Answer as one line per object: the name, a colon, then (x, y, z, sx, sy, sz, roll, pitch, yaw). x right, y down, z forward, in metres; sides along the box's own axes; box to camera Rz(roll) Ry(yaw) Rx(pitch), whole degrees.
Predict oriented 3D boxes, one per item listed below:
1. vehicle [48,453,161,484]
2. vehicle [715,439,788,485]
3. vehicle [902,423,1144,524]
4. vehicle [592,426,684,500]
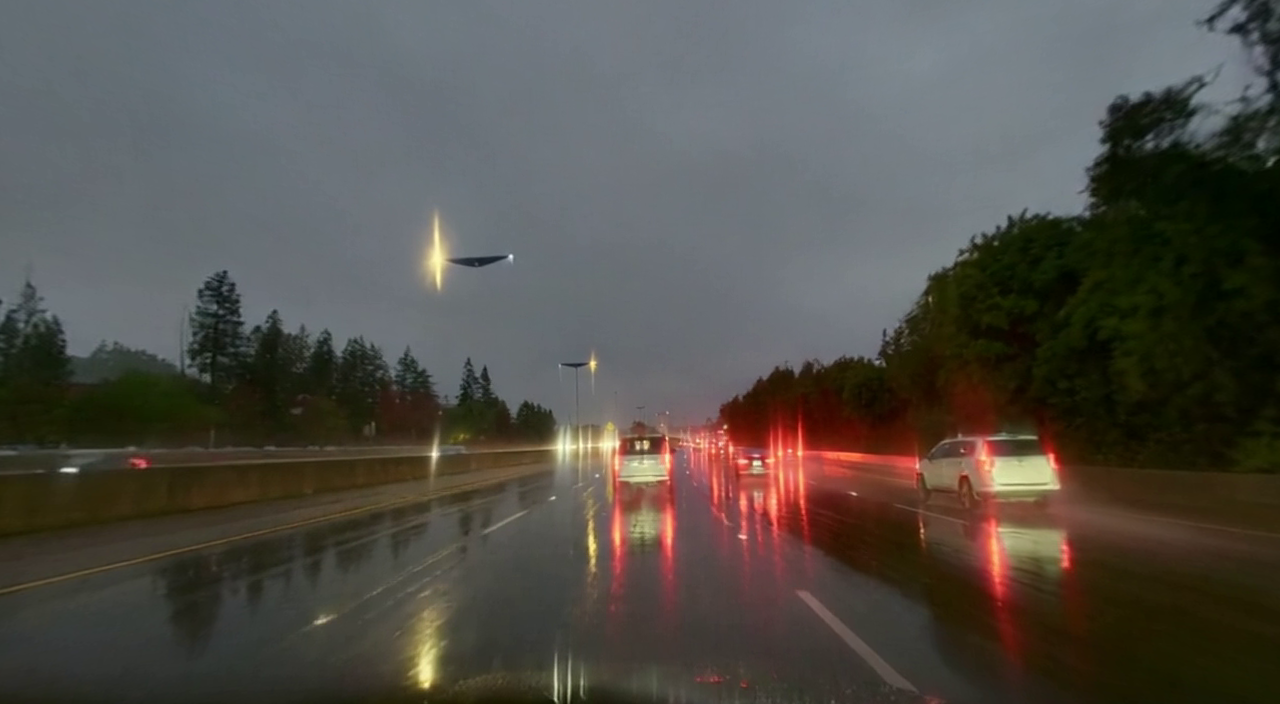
vehicle: (-28.148, 6.106, 33.326, 1.861, 1.494, 4.449, 0, -9, 4)
vehicle: (4.074, 4.085, 23.673, 1.999, 1.514, 4.338, 0, -9, 1)
vehicle: (7.425, 2.400, 12.999, 2.028, 1.657, 4.823, 0, -9, 1)
vehicle: (0.006, 2.944, 17.005, 2.181, 1.728, 3.970, 0, -9, 2)
